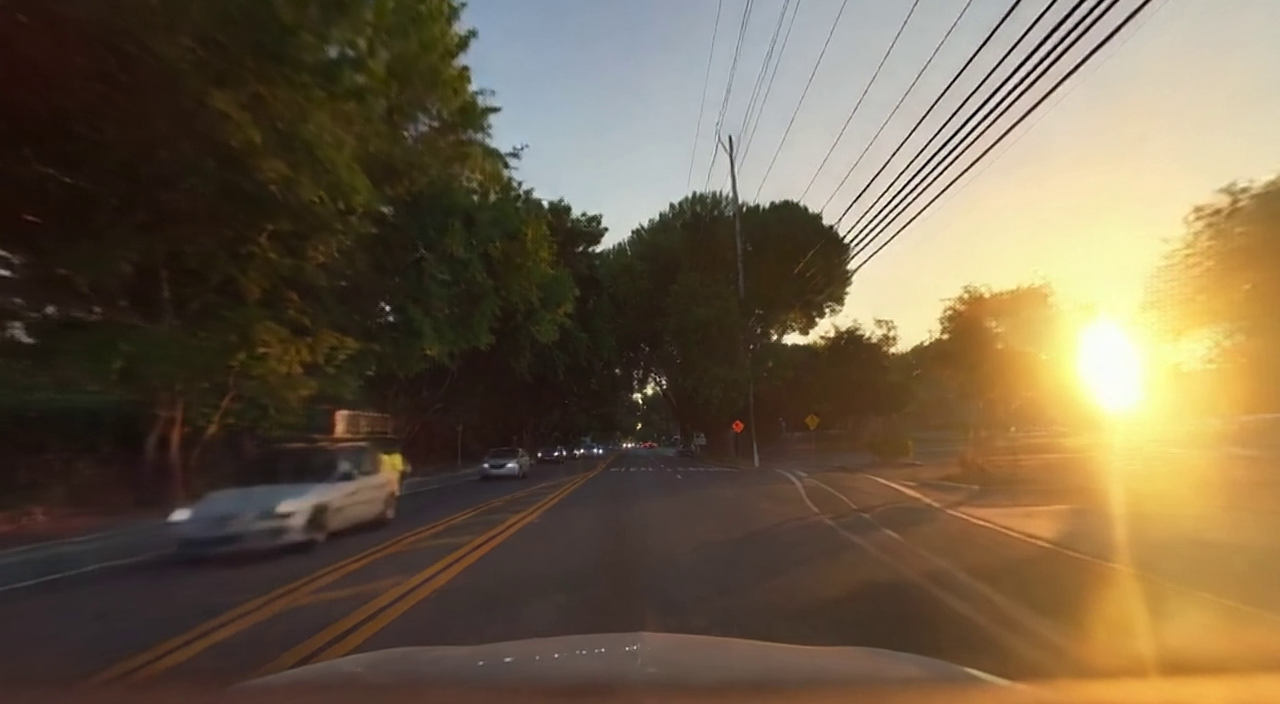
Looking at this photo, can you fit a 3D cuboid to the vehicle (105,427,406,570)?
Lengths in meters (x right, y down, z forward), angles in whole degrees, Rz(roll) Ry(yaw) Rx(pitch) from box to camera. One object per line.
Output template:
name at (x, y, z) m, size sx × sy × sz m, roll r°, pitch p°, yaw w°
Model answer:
vehicle at (-5.193, 1.993, 9.372) m, size 2.001 × 1.616 × 4.064 m, roll 0°, pitch -9°, yaw -2°

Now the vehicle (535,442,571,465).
vehicle at (-6.657, 7.804, 48.730) m, size 2.157 × 1.711 × 4.460 m, roll 0°, pitch -9°, yaw 0°

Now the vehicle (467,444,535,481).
vehicle at (-6.124, 4.921, 28.403) m, size 2.043 × 1.484 × 4.532 m, roll 0°, pitch -9°, yaw 0°
